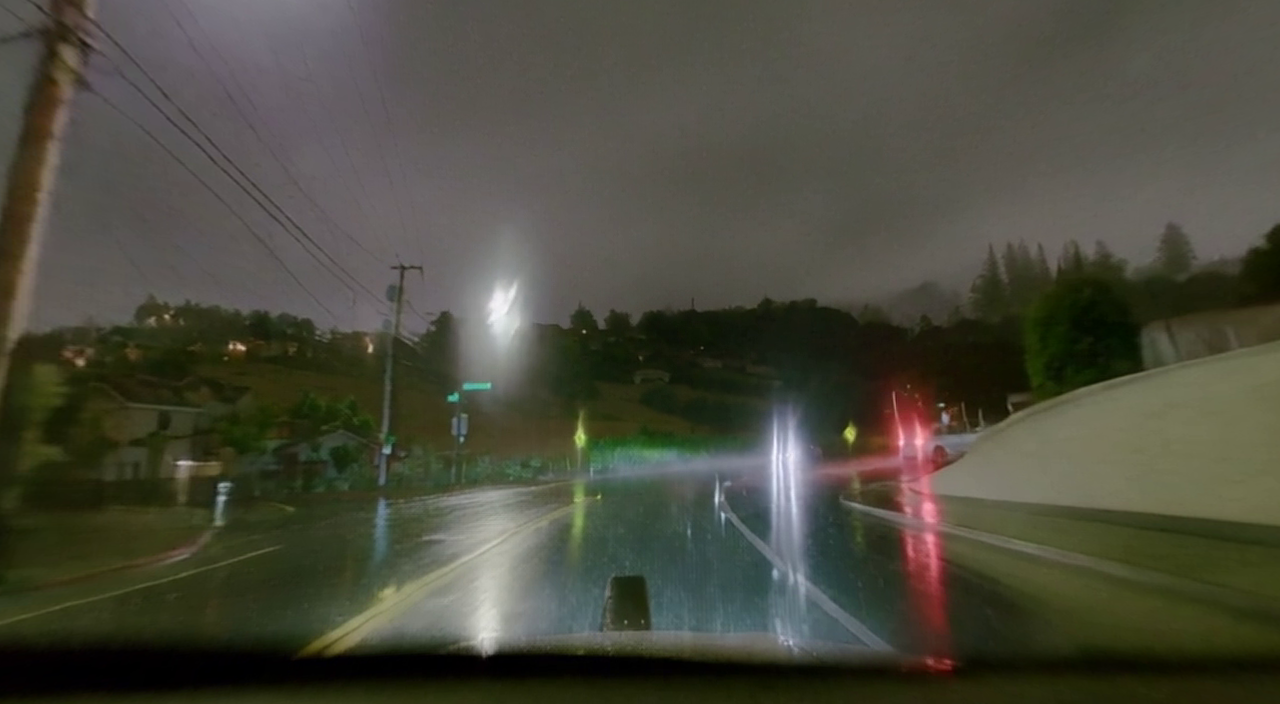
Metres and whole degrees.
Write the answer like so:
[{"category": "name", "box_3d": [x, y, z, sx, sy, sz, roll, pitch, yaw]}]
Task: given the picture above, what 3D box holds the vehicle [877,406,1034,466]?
[{"category": "vehicle", "box_3d": [12.024, 3.240, 24.179, 4.810, 1.732, 2.176, -4, -10, -12]}]
